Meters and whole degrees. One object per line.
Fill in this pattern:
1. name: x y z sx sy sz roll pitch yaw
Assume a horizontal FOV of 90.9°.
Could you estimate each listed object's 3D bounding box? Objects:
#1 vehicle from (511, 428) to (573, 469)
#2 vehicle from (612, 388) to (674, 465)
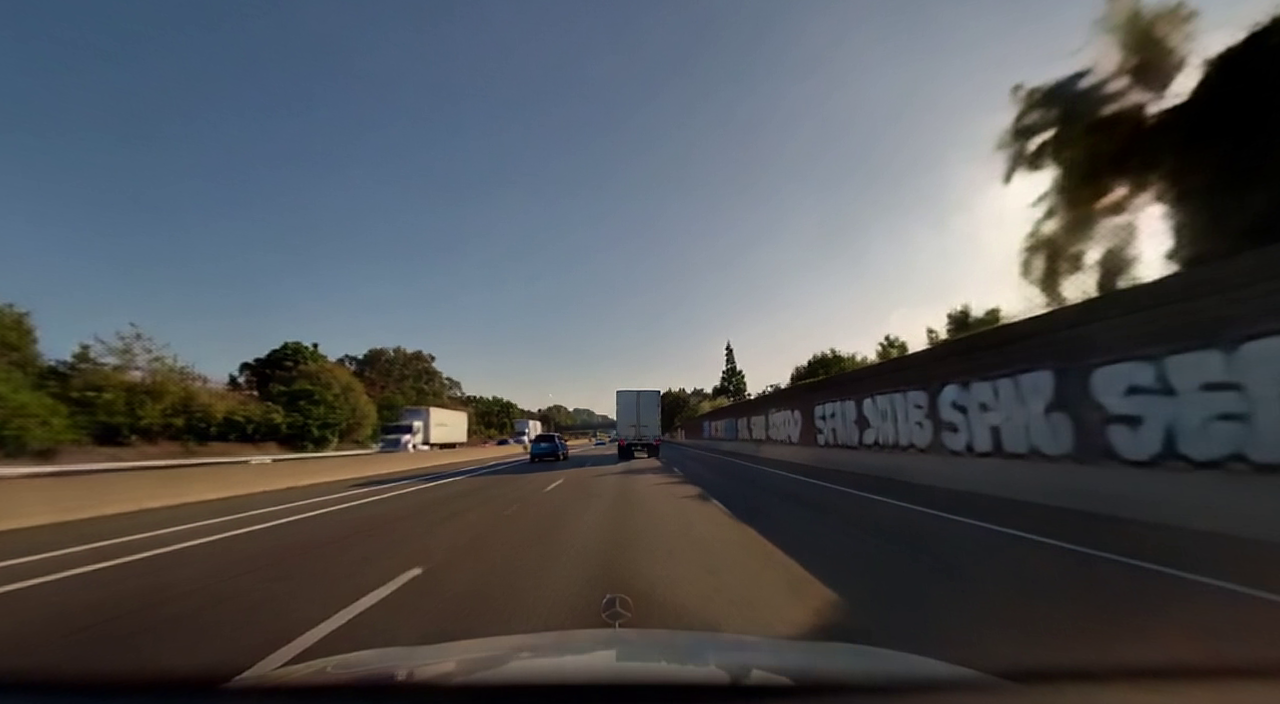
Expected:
1. vehicle: -4.217 4.224 27.816 2.058 1.645 4.130 0 -8 0
2. vehicle: 0.047 4.173 34.792 2.927 3.649 9.443 0 -8 -1
